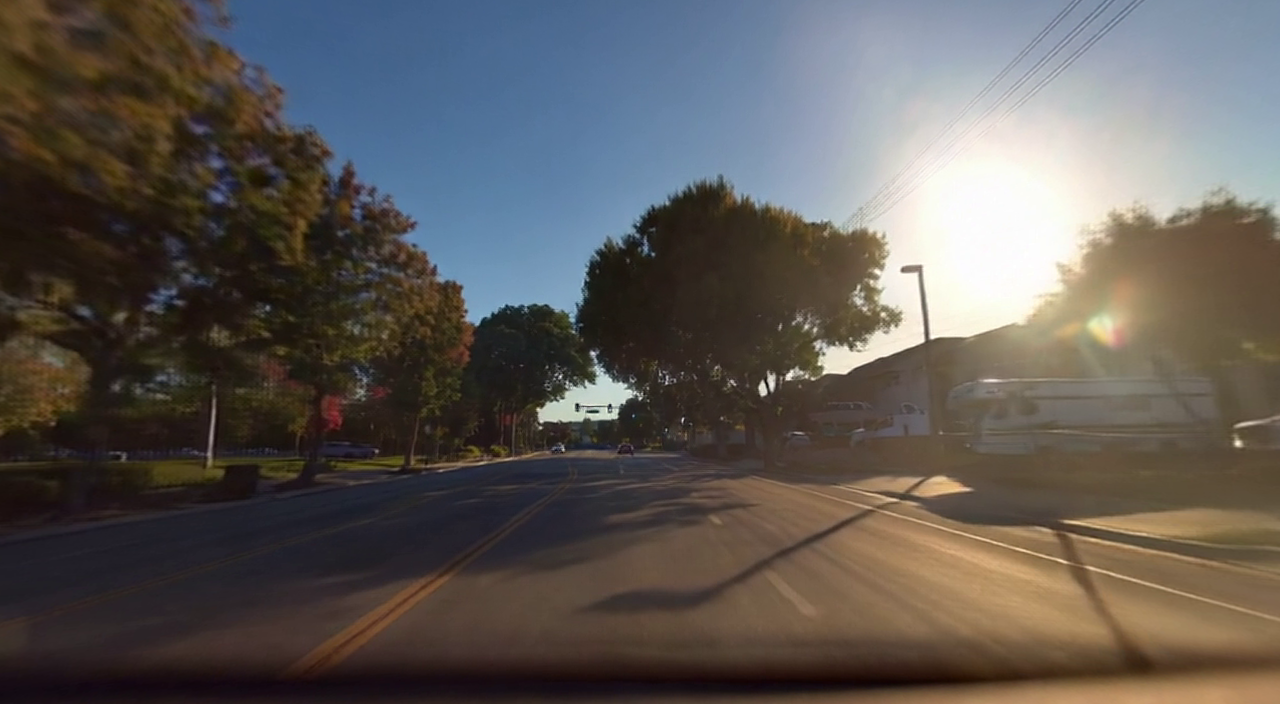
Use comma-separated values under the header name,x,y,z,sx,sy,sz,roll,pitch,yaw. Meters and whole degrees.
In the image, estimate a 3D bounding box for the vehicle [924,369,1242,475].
name,x,y,z,sx,sy,sz,roll,pitch,yaw
vehicle,15.671,2.533,22.837,9.450,3.499,2.789,0,-8,-3

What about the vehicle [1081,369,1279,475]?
name,x,y,z,sx,sy,sz,roll,pitch,yaw
vehicle,16.104,1.892,16.698,6.894,2.500,2.853,1,-8,-5
